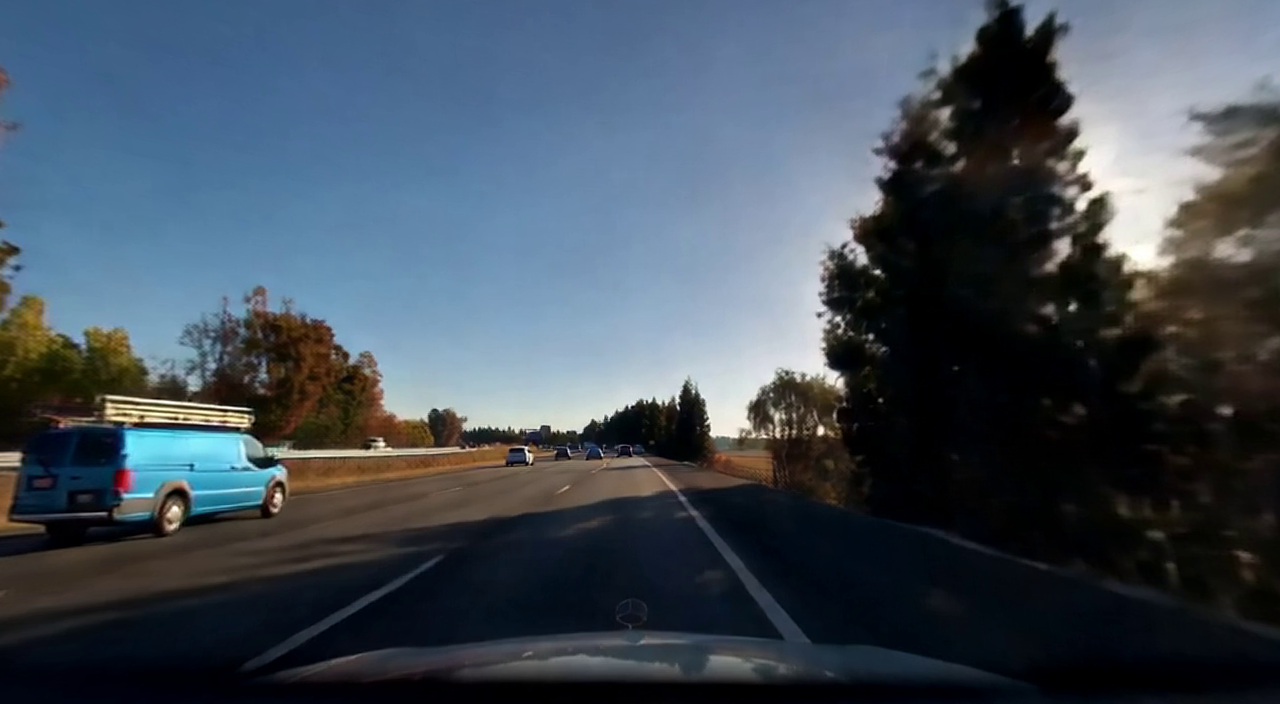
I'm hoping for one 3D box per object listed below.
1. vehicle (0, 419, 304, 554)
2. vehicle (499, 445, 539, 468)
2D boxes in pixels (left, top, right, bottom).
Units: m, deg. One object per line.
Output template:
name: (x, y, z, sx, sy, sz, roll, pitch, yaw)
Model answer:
vehicle: (-8.106, 2.138, 10.757, 2.093, 1.752, 4.771, 0, -9, 0)
vehicle: (-8.395, 7.298, 44.239, 1.958, 1.499, 4.437, 0, -9, 0)
